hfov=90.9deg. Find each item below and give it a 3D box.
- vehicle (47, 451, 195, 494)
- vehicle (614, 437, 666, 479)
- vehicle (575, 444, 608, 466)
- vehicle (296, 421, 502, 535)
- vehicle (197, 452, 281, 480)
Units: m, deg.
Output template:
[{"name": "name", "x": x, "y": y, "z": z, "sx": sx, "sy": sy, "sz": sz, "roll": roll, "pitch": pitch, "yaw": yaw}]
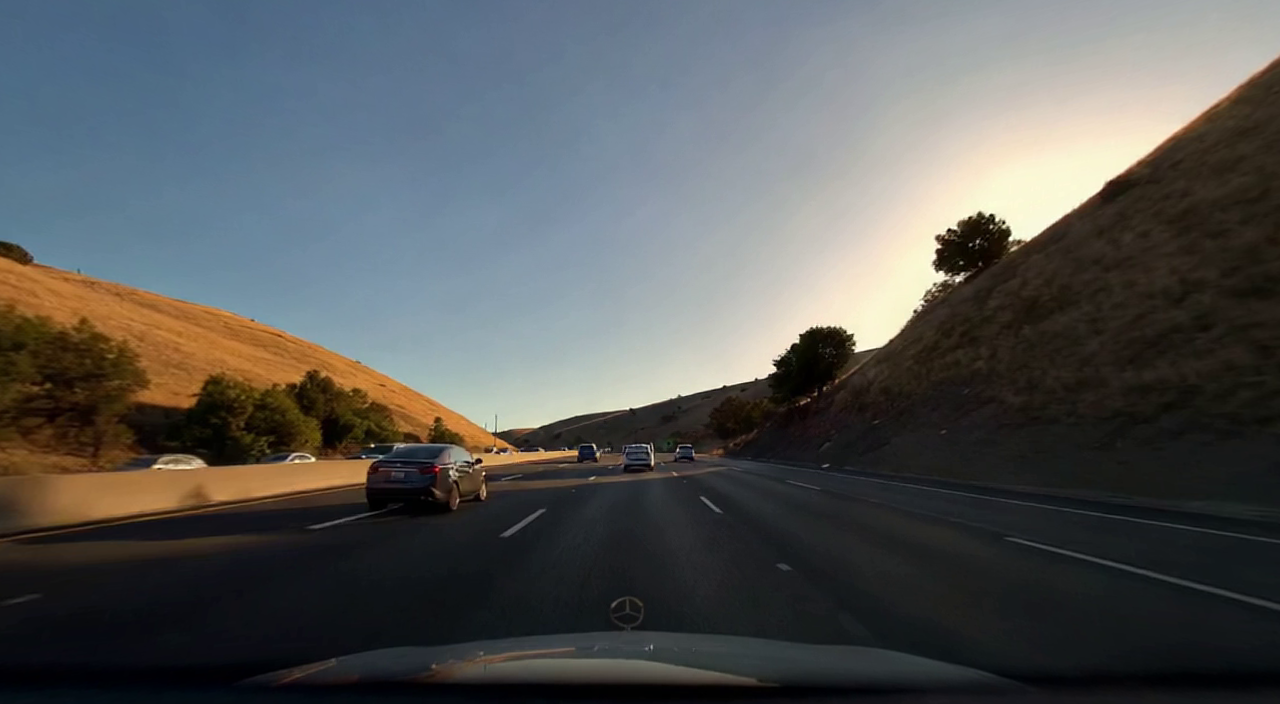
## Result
[{"name": "vehicle", "x": -19.985, "y": 4.634, "z": 24.608, "sx": 1.892, "sy": 1.461, "sz": 4.547, "roll": 0, "pitch": -8, "yaw": 0}, {"name": "vehicle", "x": 0.010, "y": 4.639, "z": 27.832, "sx": 2.086, "sy": 1.685, "sz": 4.206, "roll": 0, "pitch": -8, "yaw": 0}, {"name": "vehicle", "x": -3.578, "y": 7.676, "z": 47.249, "sx": 2.061, "sy": 1.549, "sz": 4.321, "roll": 0, "pitch": -8, "yaw": 0}, {"name": "vehicle", "x": -4.060, "y": 2.188, "z": 11.541, "sx": 2.076, "sy": 1.690, "sz": 4.113, "roll": 0, "pitch": -8, "yaw": 1}, {"name": "vehicle", "x": -23.938, "y": 6.792, "z": 37.898, "sx": 1.947, "sy": 1.473, "sz": 4.731, "roll": 0, "pitch": -8, "yaw": 0}]
